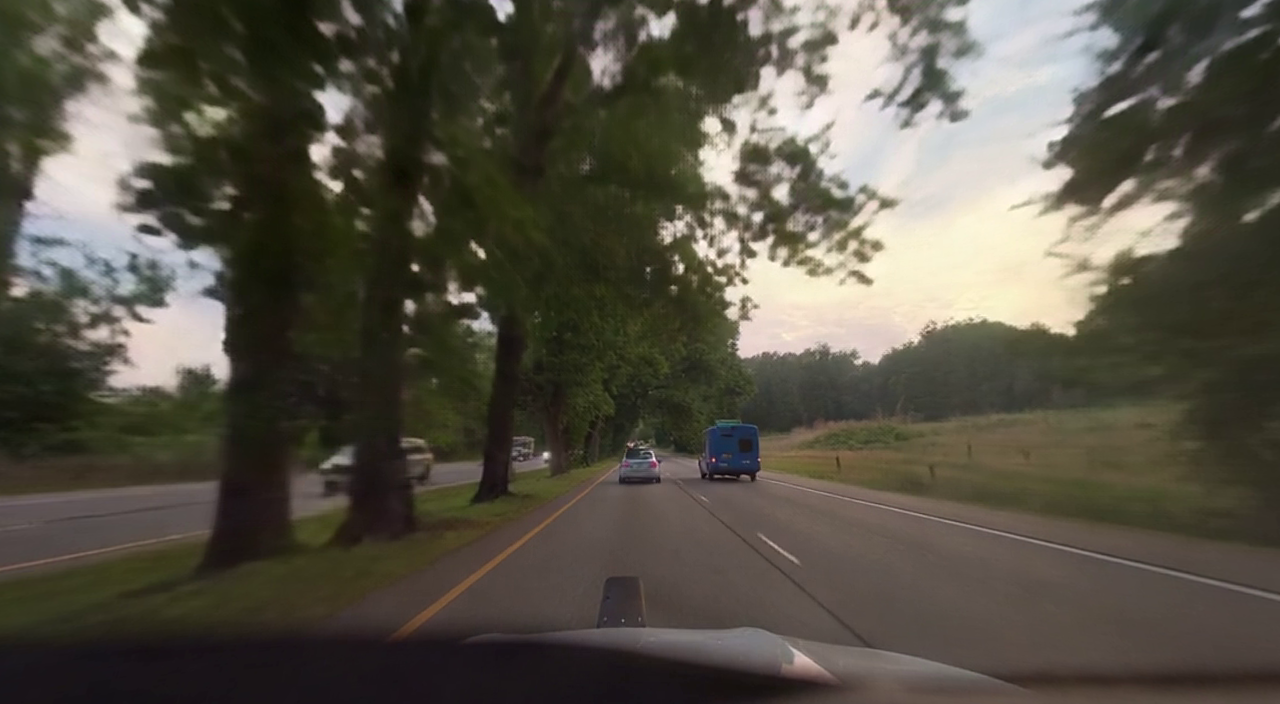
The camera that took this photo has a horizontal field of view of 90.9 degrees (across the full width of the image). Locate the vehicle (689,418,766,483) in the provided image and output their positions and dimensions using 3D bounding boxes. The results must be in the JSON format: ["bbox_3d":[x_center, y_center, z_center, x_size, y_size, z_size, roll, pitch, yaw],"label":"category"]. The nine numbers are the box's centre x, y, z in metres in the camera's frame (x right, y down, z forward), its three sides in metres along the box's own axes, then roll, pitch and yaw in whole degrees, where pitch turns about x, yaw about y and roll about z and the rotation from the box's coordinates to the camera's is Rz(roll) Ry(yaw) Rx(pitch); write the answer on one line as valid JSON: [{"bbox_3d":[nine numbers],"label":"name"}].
[{"bbox_3d":[3.838,4.518,28.987,2.513,2.633,5.930,0,-9,-1],"label":"vehicle"}]

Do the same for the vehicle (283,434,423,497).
[{"bbox_3d":[-7.858,3.141,17.782,1.899,1.539,4.250,-1,-9,1],"label":"vehicle"}]

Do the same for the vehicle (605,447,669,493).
[{"bbox_3d":[-0.104,4.071,22.077,2.037,1.417,3.885,0,-9,-1],"label":"vehicle"}]
